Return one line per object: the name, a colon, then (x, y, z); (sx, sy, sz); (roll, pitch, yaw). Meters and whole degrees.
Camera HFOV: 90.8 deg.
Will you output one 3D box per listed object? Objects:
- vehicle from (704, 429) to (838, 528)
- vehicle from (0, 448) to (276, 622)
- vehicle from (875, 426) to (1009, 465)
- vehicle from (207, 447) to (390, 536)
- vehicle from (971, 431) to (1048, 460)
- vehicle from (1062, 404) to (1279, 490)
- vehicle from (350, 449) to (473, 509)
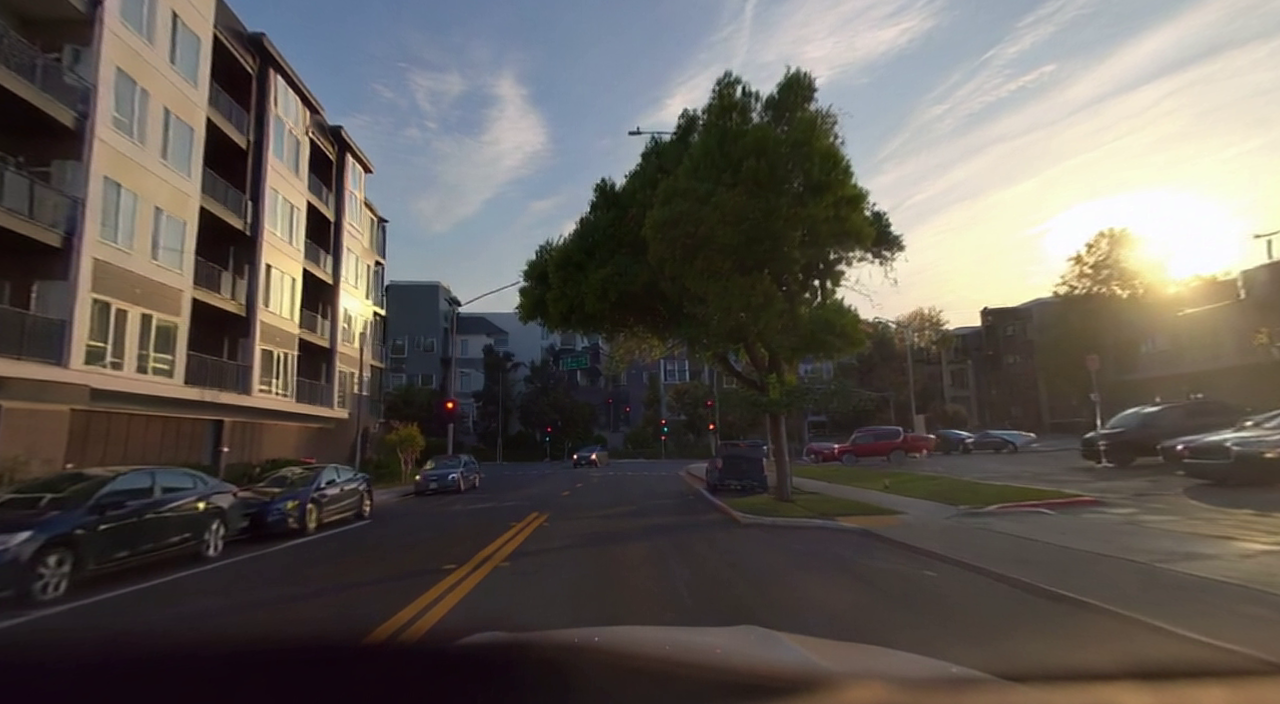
vehicle: (2.866, 2.818, 15.079); (2.034, 1.689, 4.978); (0, -4, -1)
vehicle: (-6.482, 1.905, 7.563); (1.789, 1.462, 4.313); (0, -9, -2)
vehicle: (11.872, 3.701, 25.032); (4.348, 1.439, 1.907); (0, -8, -6)
vehicle: (-6.713, 2.721, 12.937); (1.713, 1.531, 3.685); (0, -8, -1)
vehicle: (22.738, 5.766, 38.962); (3.673, 1.554, 1.760); (3, -8, 1)
vehicle: (12.580, 2.149, 14.328); (4.591, 1.785, 1.921); (0, -8, -1)
vehicle: (-6.434, 3.599, 18.444); (1.934, 1.484, 4.630); (0, -9, -1)
